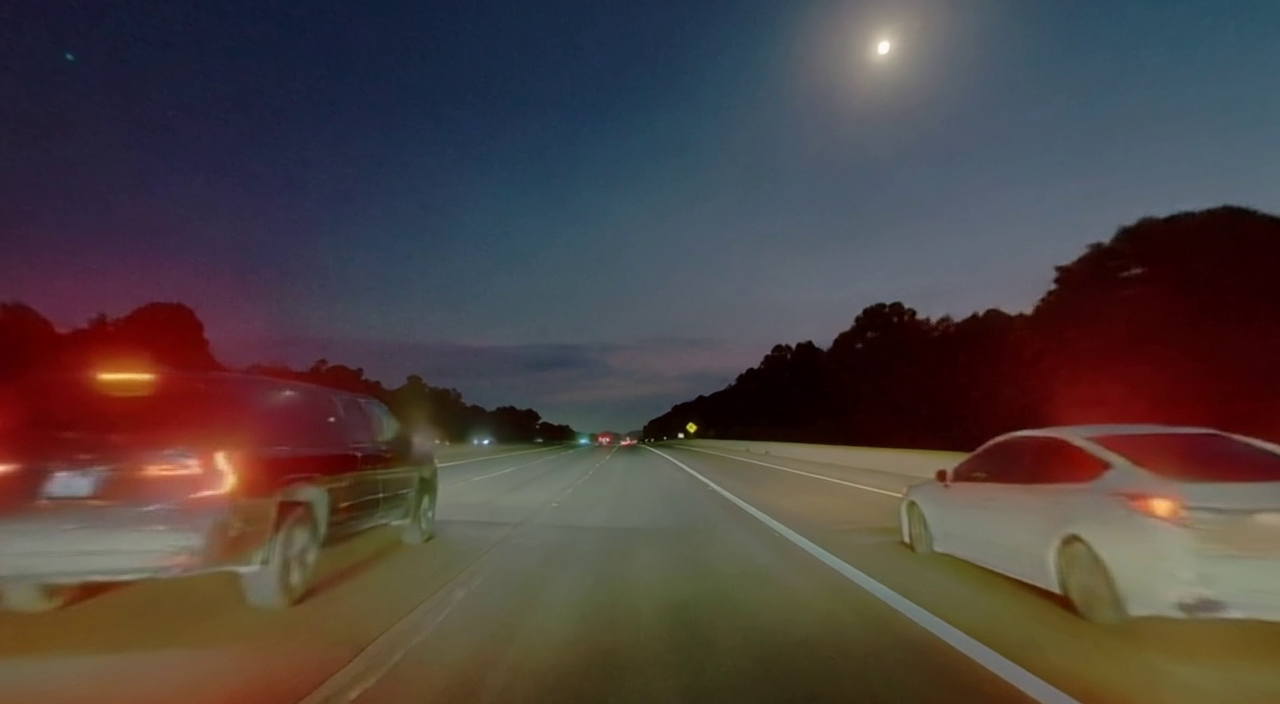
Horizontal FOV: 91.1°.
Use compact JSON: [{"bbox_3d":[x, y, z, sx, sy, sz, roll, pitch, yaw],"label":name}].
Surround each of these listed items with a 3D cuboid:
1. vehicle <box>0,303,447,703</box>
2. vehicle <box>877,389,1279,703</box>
[{"bbox_3d":[-3.592,1.033,5.528,2.106,1.779,5.610,0,-8,-1],"label":"vehicle"},{"bbox_3d":[3.591,1.176,4.761,1.817,1.465,4.415,0,-8,-1],"label":"vehicle"}]
